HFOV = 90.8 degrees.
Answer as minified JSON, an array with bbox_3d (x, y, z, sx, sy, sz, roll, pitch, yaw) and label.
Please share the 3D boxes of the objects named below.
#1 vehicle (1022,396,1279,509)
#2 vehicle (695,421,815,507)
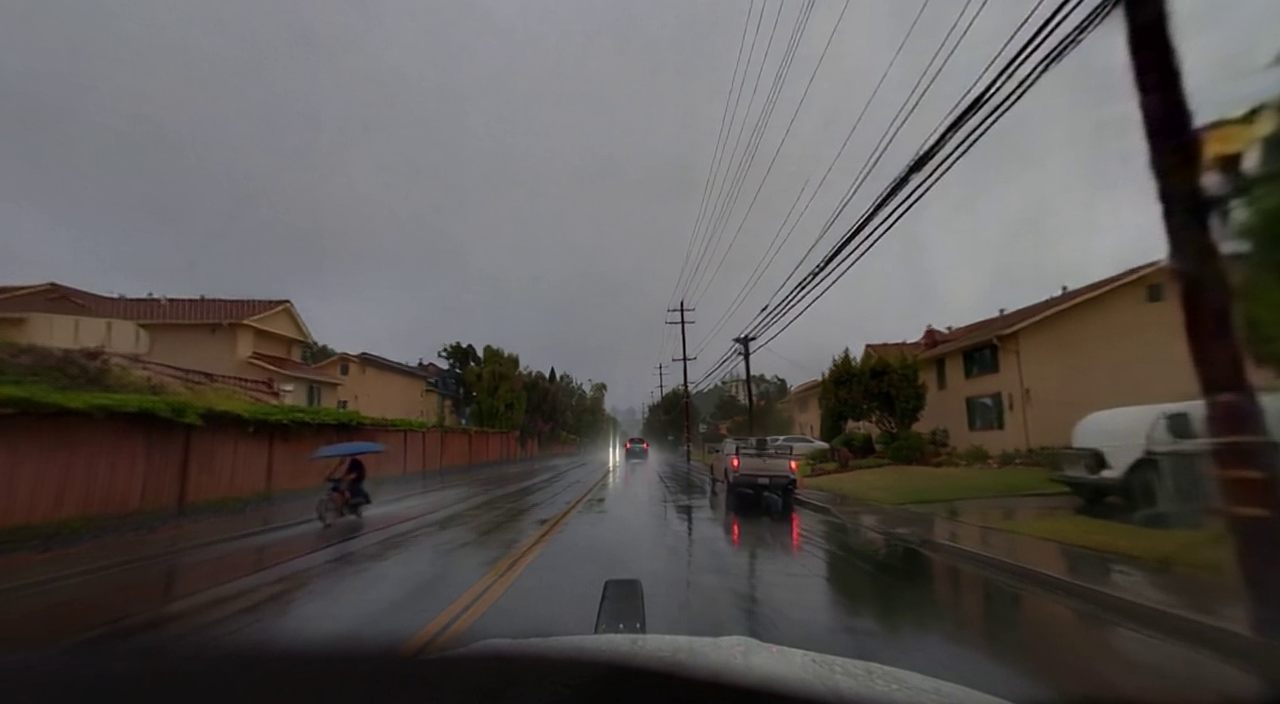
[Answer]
[{"bbox_3d":[11.131,1.932,12.282,5.846,1.971,2.273,0,-8,1],"label":"vehicle"},{"bbox_3d":[3.084,3.169,18.364,2.278,1.933,5.860,4,-9,0],"label":"vehicle"}]
